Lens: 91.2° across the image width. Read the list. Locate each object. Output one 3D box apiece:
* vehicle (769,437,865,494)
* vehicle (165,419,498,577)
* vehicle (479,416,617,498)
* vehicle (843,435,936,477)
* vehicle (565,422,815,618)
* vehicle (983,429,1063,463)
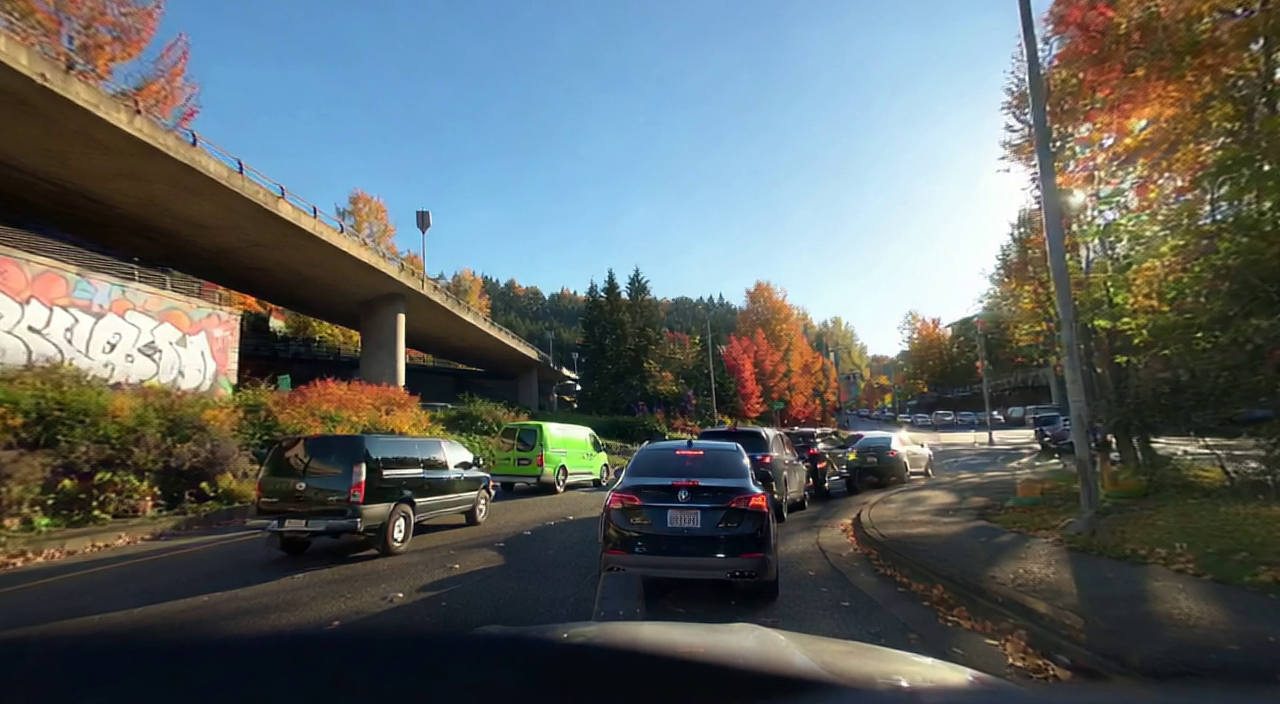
[{"bbox_3d":[5.251,3.256,18.284,1.780,1.446,3.902,-5,-10,29],"label":"vehicle"},{"bbox_3d":[-3.649,1.798,8.456,1.921,1.554,4.081,-2,-9,10],"label":"vehicle"},{"bbox_3d":[-2.222,2.708,16.323,1.835,1.825,4.005,-4,-9,20],"label":"vehicle"},{"bbox_3d":[9.680,3.983,24.147,3.934,1.485,1.763,8,-12,-43],"label":"vehicle"},{"bbox_3d":[0.802,1.639,7.014,2.064,1.515,3.722,-3,-9,14],"label":"vehicle"},{"bbox_3d":[17.517,4.300,28.644,3.445,1.478,1.764,6,-11,-34],"label":"vehicle"}]
